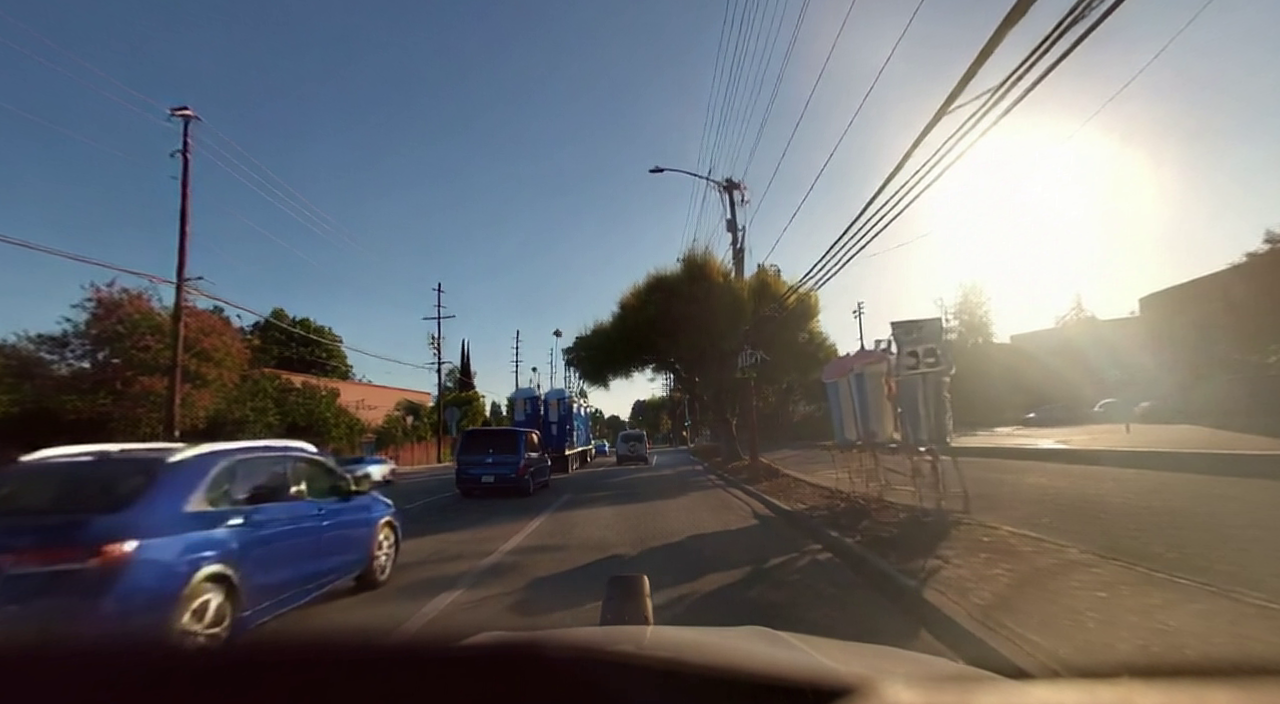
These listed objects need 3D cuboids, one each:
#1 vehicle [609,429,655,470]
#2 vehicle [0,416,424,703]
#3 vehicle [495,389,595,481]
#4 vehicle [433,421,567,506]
[{"bbox_3d":[-0.380,4.818,31.162,2.117,1.861,4.095,0,-8,-1],"label":"vehicle"},{"bbox_3d":[-3.391,1.319,4.710,1.966,1.466,4.473,0,-8,0],"label":"vehicle"},{"bbox_3d":[-3.804,3.665,27.490,3.120,3.393,7.945,0,-8,0],"label":"vehicle"},{"bbox_3d":[-3.291,2.749,15.958,2.187,1.821,4.748,0,-8,1],"label":"vehicle"}]
